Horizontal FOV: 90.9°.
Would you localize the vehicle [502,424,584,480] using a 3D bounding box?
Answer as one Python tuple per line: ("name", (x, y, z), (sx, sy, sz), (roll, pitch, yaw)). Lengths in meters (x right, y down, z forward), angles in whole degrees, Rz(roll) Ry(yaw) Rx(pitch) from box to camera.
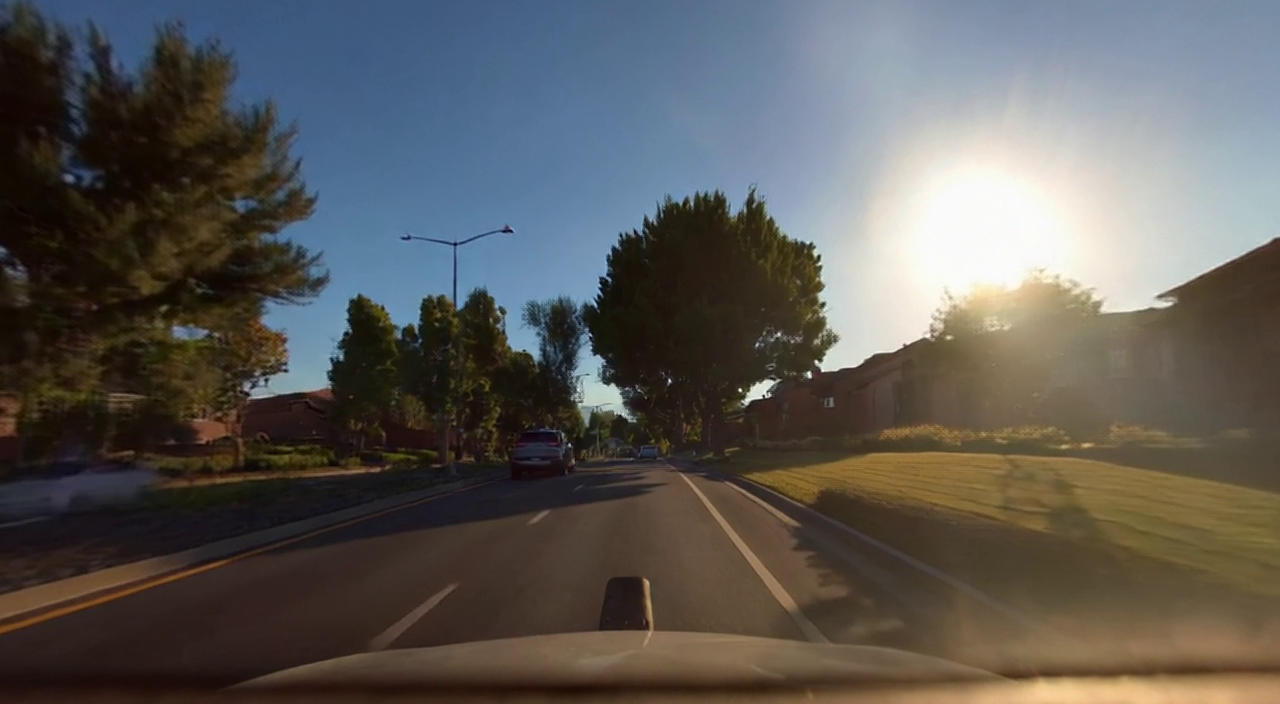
("vehicle", (-3.260, 3.471, 22.217), (2.073, 1.770, 4.302), (0, -8, 2))
